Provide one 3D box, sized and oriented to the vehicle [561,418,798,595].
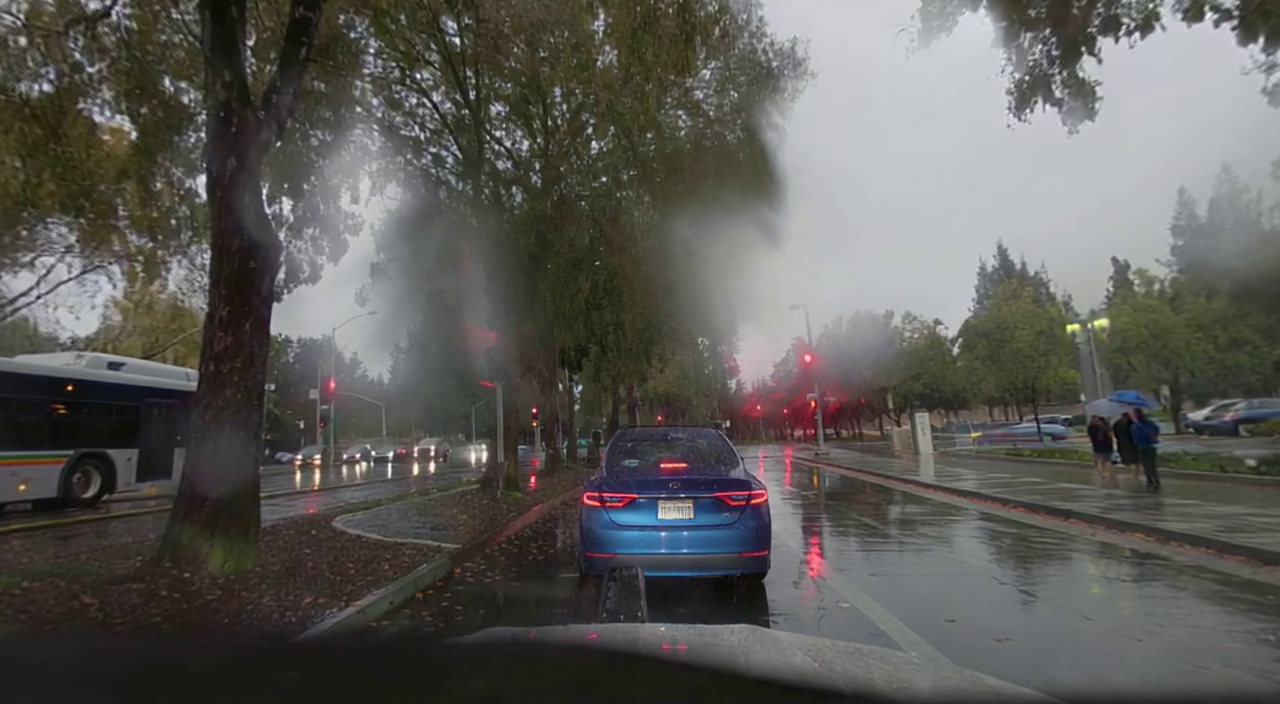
[{"bbox_3d":[0.376,1.613,7.396,2.035,1.499,3.799,0,-8,1],"label":"vehicle"}]
